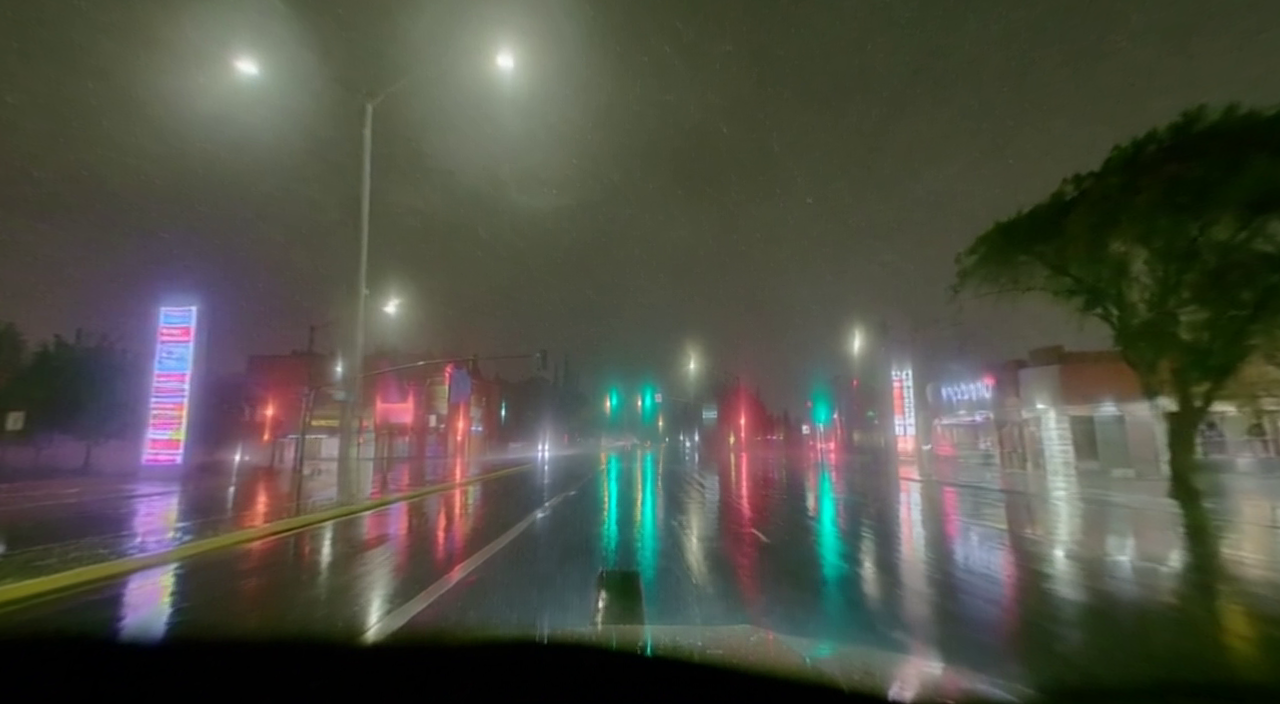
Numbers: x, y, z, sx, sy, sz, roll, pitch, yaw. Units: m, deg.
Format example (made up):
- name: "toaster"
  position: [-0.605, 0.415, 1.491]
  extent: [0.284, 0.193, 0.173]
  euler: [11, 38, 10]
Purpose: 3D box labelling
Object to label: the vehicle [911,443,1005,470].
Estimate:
- name: "vehicle"
  position: [18.852, 6.220, 37.610]
  extent: [4.545, 1.511, 1.935]
  euler: [0, -9, -3]
